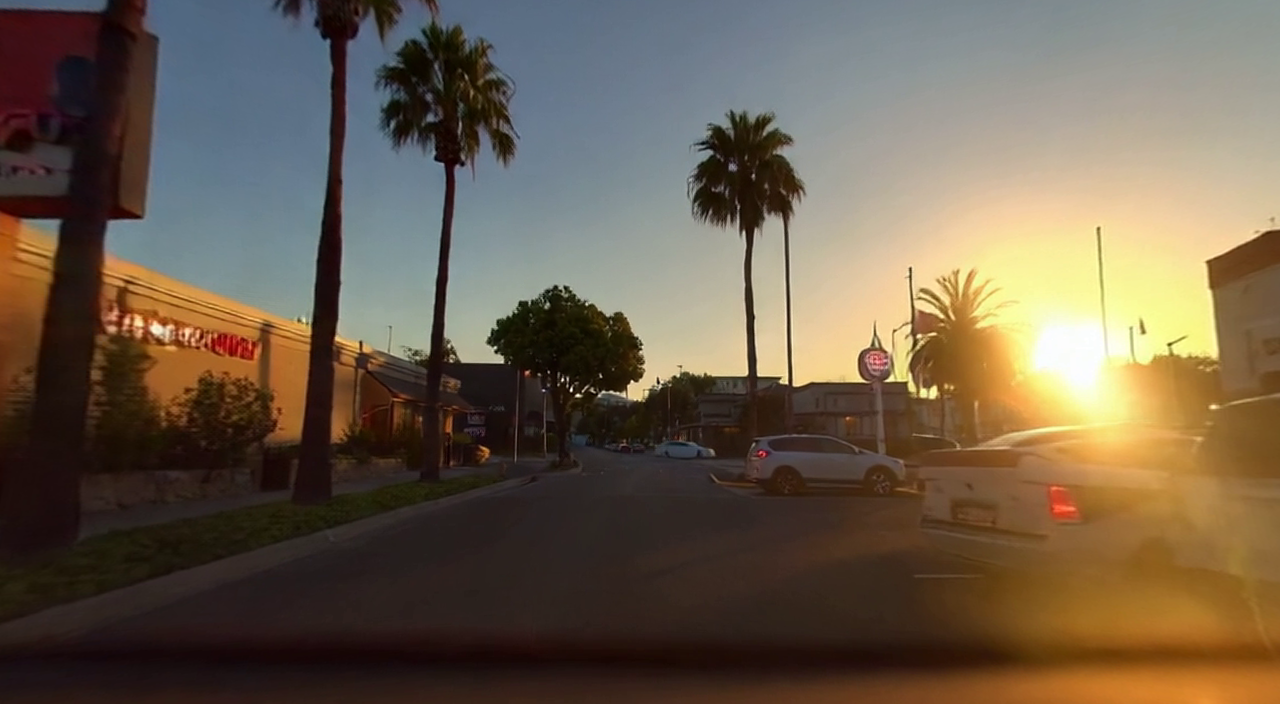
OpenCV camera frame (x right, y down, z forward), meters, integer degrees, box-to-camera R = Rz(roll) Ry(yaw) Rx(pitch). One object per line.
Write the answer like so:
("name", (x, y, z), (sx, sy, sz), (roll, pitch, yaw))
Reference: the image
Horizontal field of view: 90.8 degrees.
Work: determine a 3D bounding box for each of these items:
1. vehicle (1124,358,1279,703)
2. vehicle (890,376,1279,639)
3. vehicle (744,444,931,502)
("vehicle", (5.624, 0.943, 3.209), (4.743, 1.800, 1.952), (1, -9, -3))
("vehicle", (5.521, 1.342, 5.947), (5.491, 1.843, 2.103), (2, -9, -8))
("vehicle", (5.620, 3.448, 18.357), (4.742, 1.506, 1.919), (0, -8, -5))
